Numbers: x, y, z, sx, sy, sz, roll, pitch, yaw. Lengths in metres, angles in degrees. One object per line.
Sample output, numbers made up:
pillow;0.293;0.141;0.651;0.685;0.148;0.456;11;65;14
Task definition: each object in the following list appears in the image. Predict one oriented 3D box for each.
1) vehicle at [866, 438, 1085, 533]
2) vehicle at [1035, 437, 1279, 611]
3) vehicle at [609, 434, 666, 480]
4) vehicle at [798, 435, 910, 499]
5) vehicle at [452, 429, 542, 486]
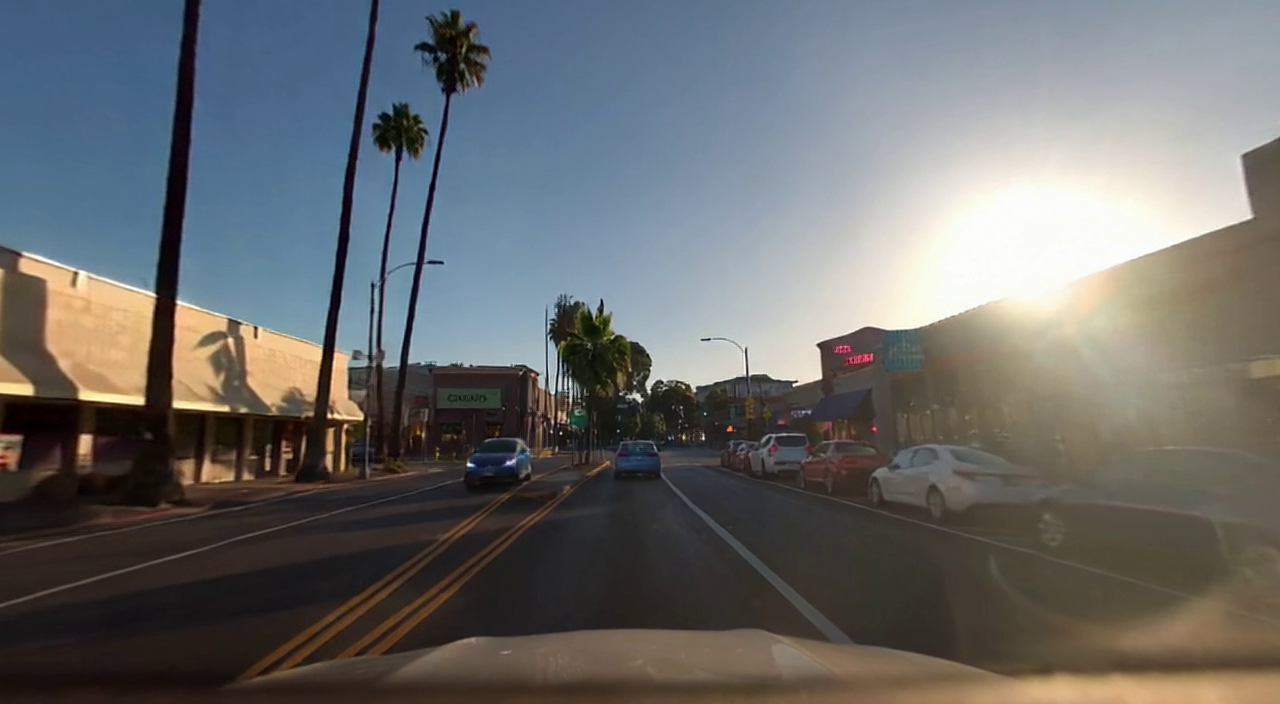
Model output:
vehicle;6.234;2.493;12.453;1.885;1.506;4.302;0;-8;-1
vehicle;6.362;1.611;6.365;1.810;1.472;4.422;0;-8;-1
vehicle;-0.130;4.156;25.325;2.063;1.664;4.471;0;-8;-1
vehicle;6.061;3.290;18.431;1.747;1.619;4.157;0;-8;-1
vehicle;-4.882;3.669;22.278;2.188;1.797;4.358;0;-8;-1
